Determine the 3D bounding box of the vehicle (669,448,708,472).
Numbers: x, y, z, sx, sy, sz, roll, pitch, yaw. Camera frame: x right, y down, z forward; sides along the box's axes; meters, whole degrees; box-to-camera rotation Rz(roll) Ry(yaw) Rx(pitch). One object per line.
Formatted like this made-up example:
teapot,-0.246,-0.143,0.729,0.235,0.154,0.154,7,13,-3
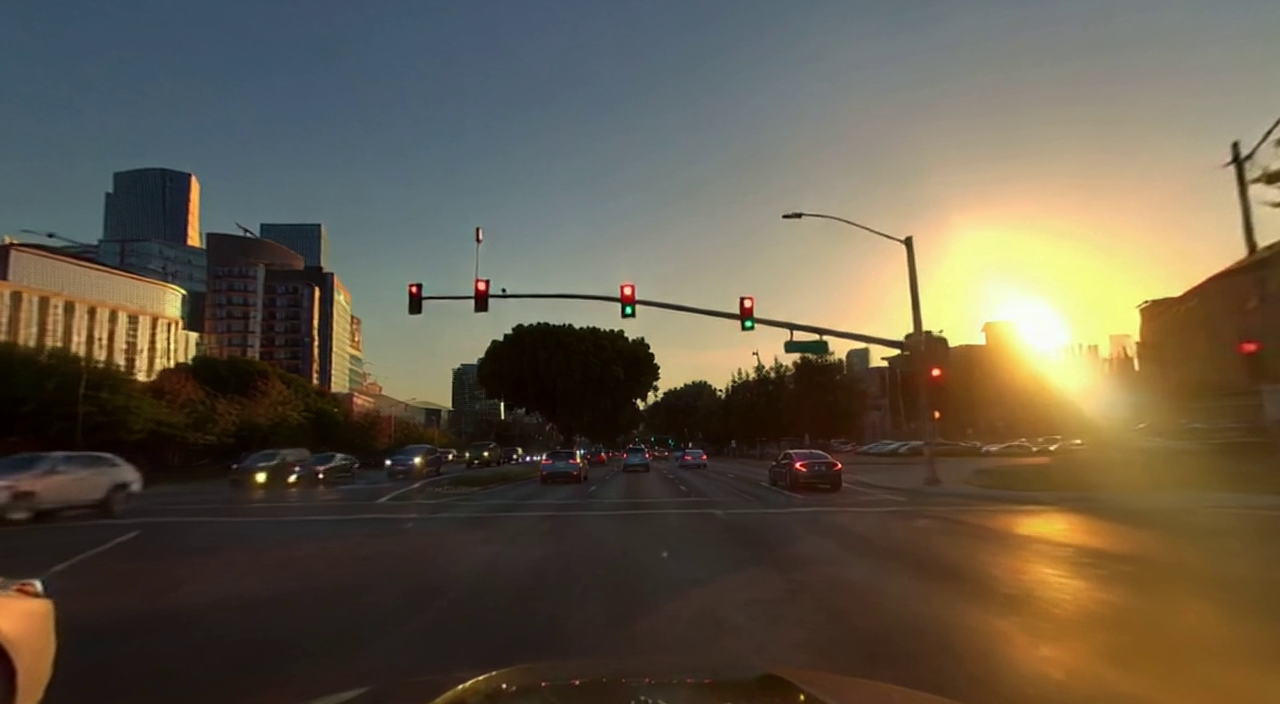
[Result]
vehicle,2.978,6.739,39.631,2.014,1.430,4.103,0,-8,-2

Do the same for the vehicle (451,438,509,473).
vehicle,-9.211,5.960,36.745,2.185,1.752,4.599,-4,-8,0

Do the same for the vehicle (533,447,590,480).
vehicle,-3.699,5.332,30.570,2.163,1.474,4.413,0,-8,1

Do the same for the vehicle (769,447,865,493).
vehicle,6.198,4.177,22.746,2.028,1.451,4.625,0,-8,-2

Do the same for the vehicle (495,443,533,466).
vehicle,-9.371,7.685,47.426,2.026,1.639,4.496,0,-8,-1

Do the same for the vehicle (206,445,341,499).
vehicle,-12.159,3.967,21.389,1.975,1.450,4.561,-4,-8,-1

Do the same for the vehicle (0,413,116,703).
vehicle,-3.658,0.749,0.947,2.018,1.476,4.364,0,-8,-1

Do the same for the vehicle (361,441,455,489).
vehicle,-8.975,4.348,24.836,1.929,1.492,4.430,-5,-7,1

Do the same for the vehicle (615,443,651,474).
vehicle,-0.356,6.275,37.417,2.008,1.716,4.125,0,-8,0
